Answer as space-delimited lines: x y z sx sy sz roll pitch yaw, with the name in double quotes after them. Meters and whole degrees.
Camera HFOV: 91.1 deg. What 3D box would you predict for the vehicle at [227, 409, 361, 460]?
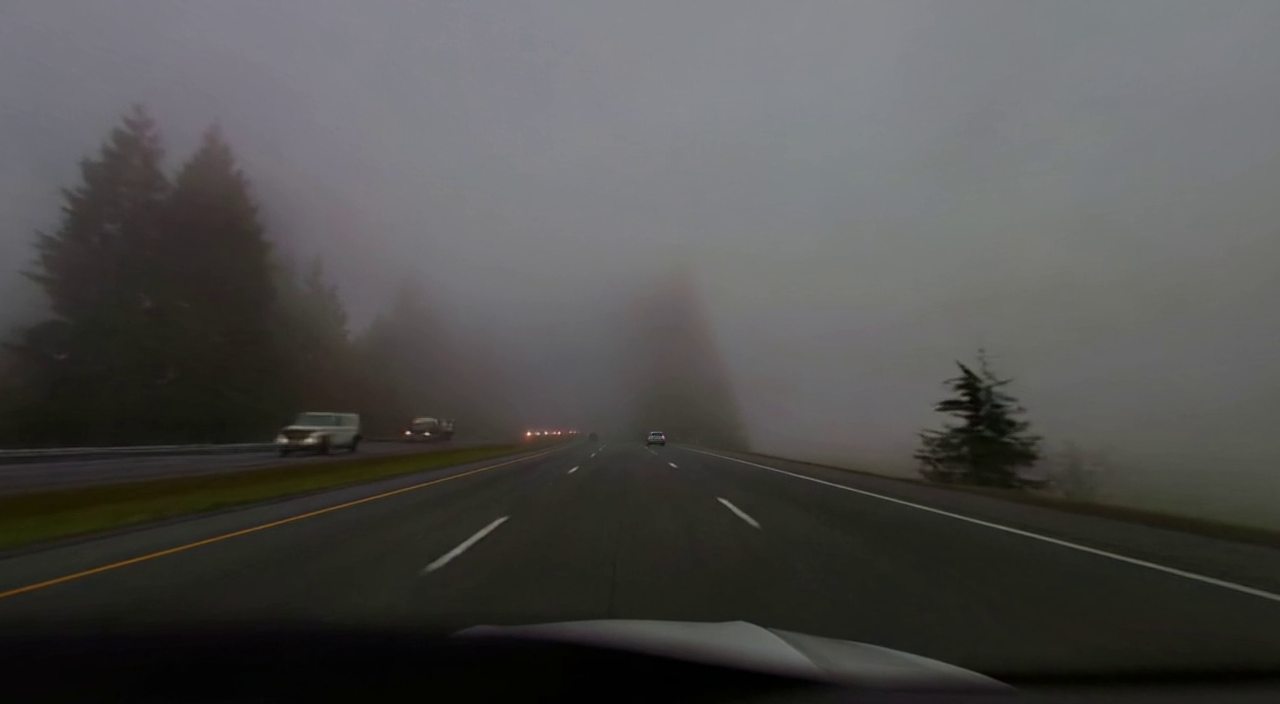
-13.318 3.257 24.736 2.190 1.752 5.545 0 -8 -1 "vehicle"
